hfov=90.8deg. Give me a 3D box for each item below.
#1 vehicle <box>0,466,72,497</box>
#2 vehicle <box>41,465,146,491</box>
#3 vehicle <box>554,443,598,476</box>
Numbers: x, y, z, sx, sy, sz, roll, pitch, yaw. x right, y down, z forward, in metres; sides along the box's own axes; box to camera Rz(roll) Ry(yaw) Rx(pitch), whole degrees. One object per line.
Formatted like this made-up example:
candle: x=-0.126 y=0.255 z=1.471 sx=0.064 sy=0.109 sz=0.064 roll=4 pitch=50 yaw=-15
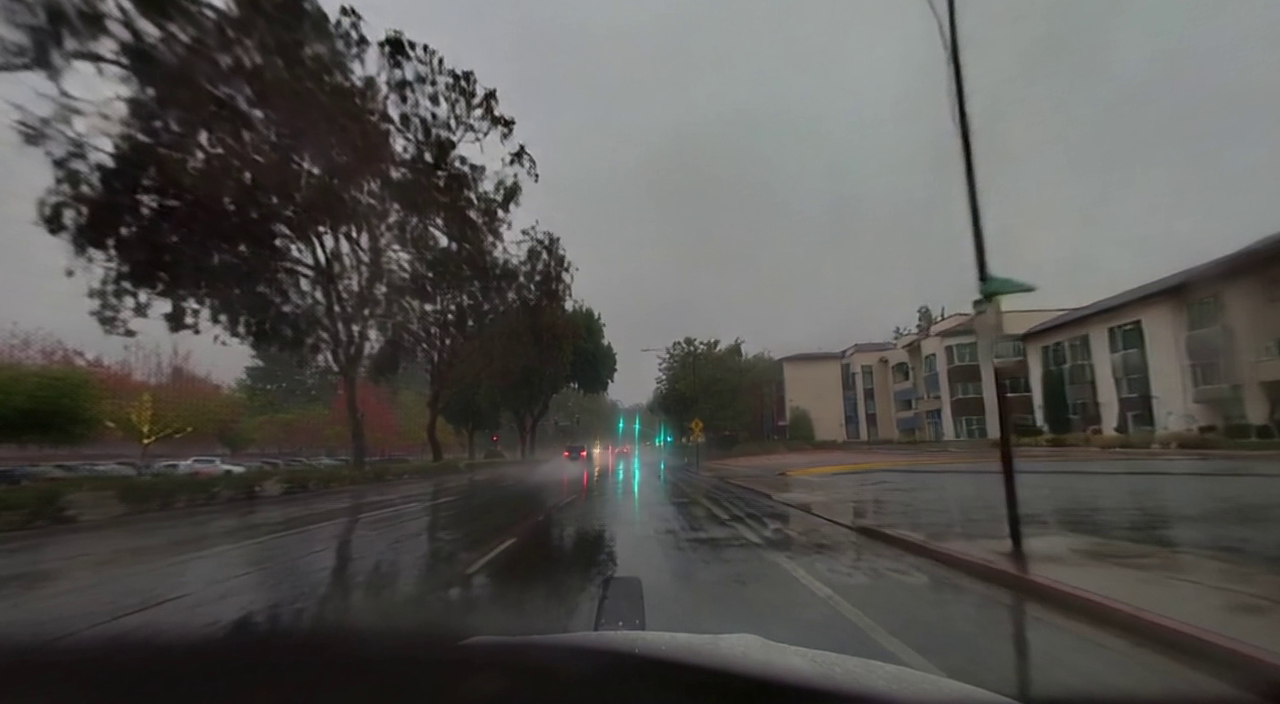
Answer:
vehicle: x=-37.265 y=7.876 z=38.222 sx=3.934 sy=1.544 sz=1.826 roll=-4 pitch=-9 yaw=-4
vehicle: x=-37.448 y=8.602 z=43.369 sx=5.138 sy=1.622 sz=2.121 roll=0 pitch=-9 yaw=-2
vehicle: x=-3.487 y=5.963 z=35.326 sx=1.959 sy=1.741 sz=4.141 roll=0 pitch=-8 yaw=1
